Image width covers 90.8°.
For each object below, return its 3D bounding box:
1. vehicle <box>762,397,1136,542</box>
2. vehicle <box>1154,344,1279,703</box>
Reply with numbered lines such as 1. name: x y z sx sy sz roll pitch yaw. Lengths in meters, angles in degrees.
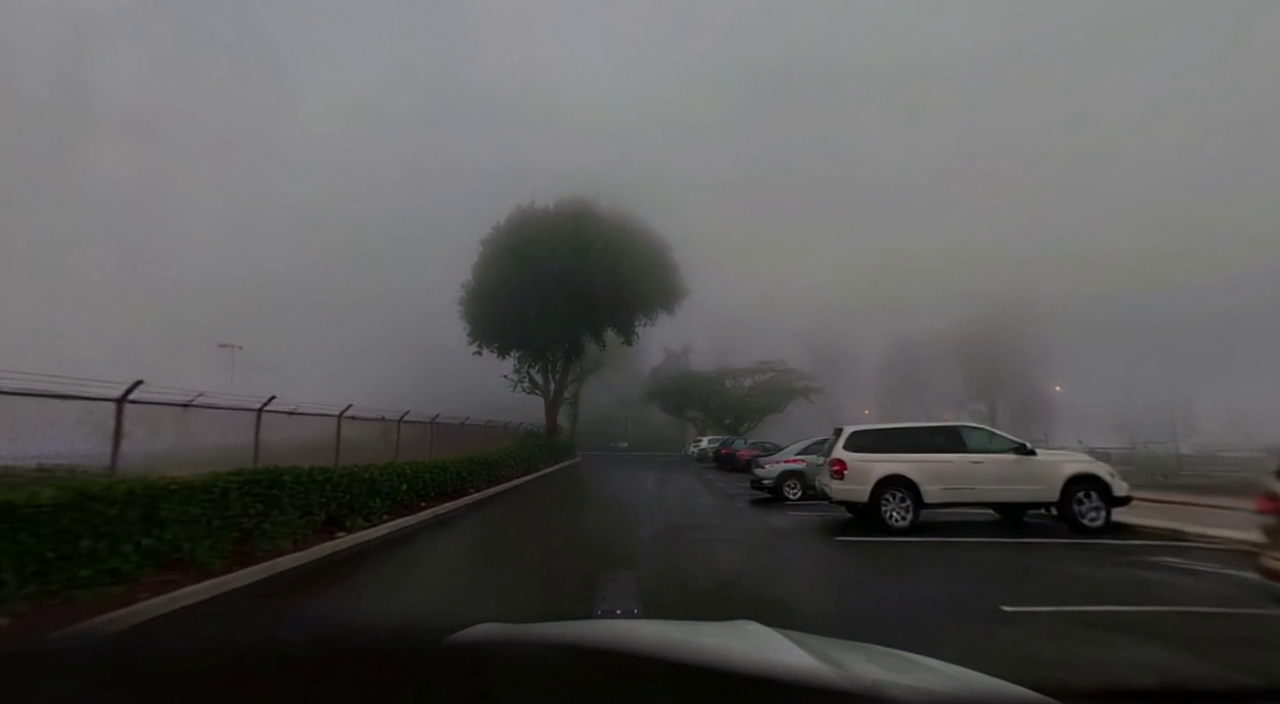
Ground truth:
1. vehicle: 5.246 2.047 11.497 5.639 2.033 2.172 3 -7 3
2. vehicle: 5.975 0.849 2.988 5.381 1.826 2.047 1 -9 -4
